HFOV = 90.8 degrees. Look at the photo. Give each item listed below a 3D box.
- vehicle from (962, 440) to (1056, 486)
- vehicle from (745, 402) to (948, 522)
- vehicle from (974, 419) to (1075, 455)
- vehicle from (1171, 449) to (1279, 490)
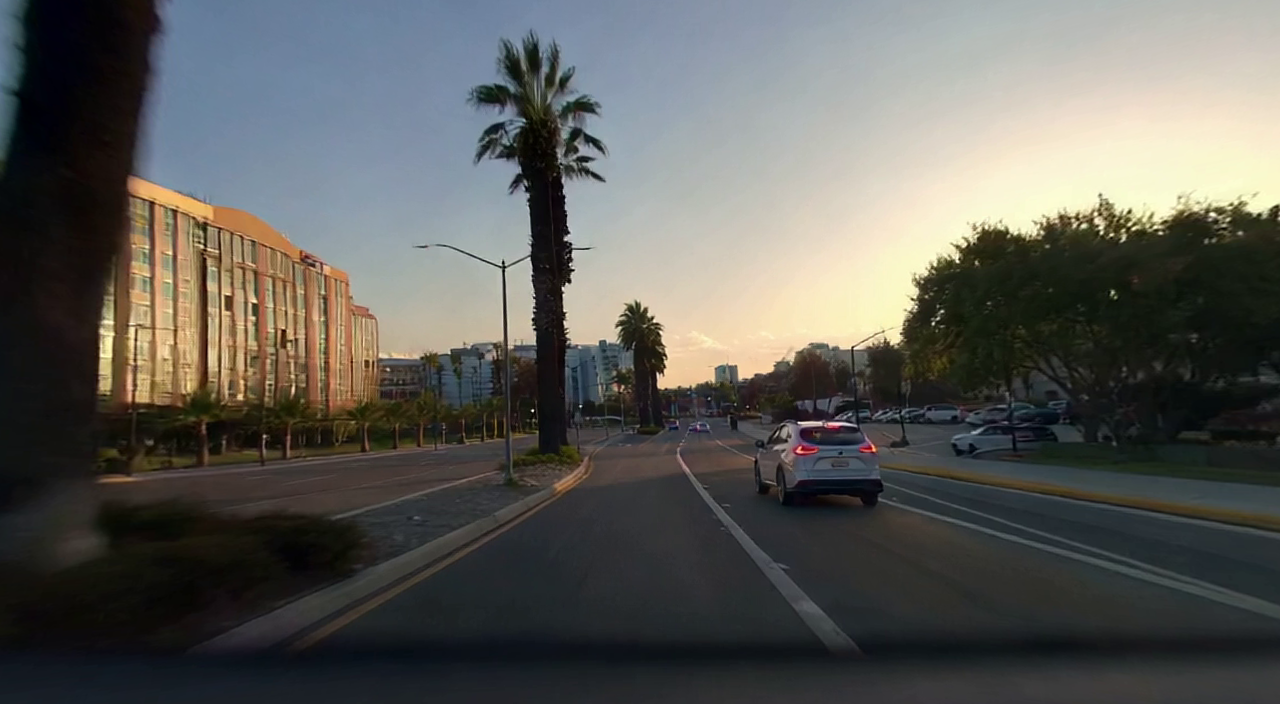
[{"bbox_3d":[17.923,5.359,30.981,1.909,1.442,4.265,-5,-1,-2],"label":"vehicle"},{"bbox_3d":[3.546,2.038,12.043,2.219,1.795,4.718,0,-9,0],"label":"vehicle"},{"bbox_3d":[25.356,5.597,41.795,4.991,1.798,2.501,-4,-2,1],"label":"vehicle"},{"bbox_3d":[24.011,4.596,24.889,4.378,1.489,1.901,0,-9,1],"label":"vehicle"}]
